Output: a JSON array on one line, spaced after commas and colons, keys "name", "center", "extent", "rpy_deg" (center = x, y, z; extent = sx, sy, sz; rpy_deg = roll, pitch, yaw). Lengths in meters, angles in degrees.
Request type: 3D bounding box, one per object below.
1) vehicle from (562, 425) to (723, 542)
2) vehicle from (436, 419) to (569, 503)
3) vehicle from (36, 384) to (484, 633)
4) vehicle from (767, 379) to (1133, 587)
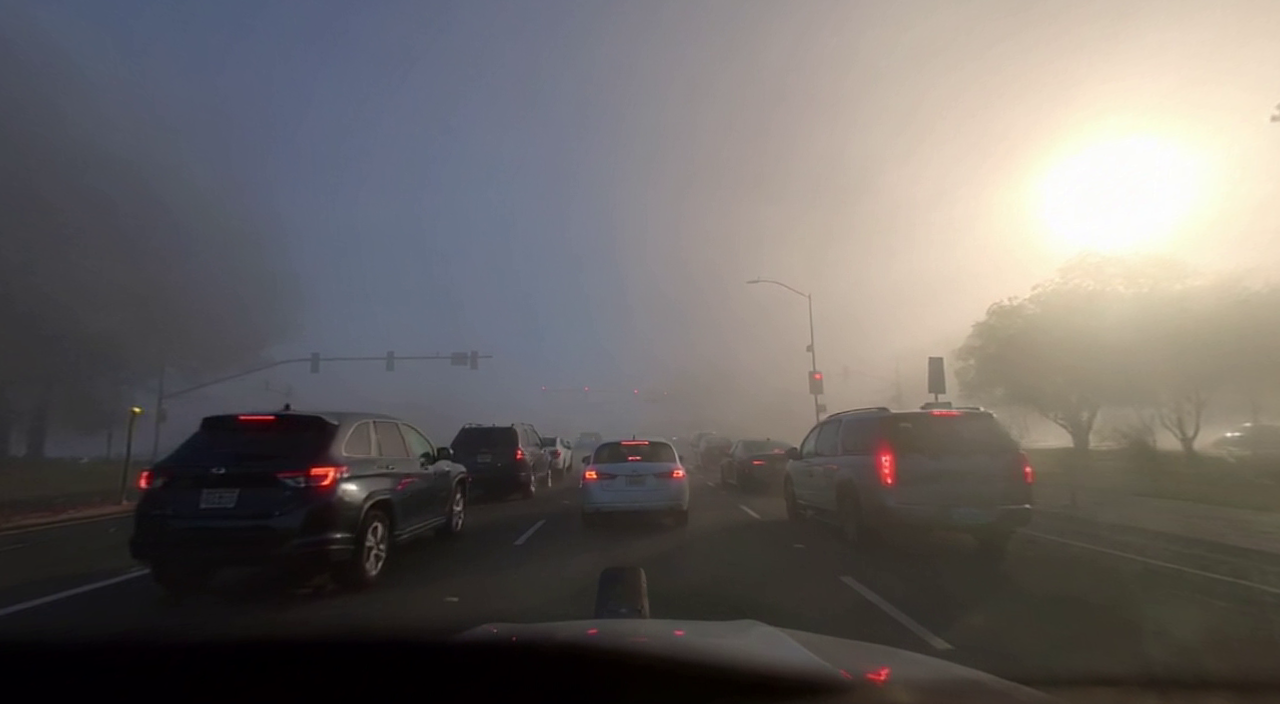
[{"name": "vehicle", "center": [0.016, 1.948, 9.911], "extent": [2.021, 1.461, 3.862], "rpy_deg": [0, -8, 0]}, {"name": "vehicle", "center": [-3.192, 2.649, 15.718], "extent": [2.117, 1.772, 4.619], "rpy_deg": [0, -8, 2]}, {"name": "vehicle", "center": [-3.151, 1.379, 6.511], "extent": [1.912, 1.703, 4.261], "rpy_deg": [0, -8, 1]}, {"name": "vehicle", "center": [3.237, 1.505, 7.998], "extent": [2.141, 1.833, 4.704], "rpy_deg": [0, -8, -2]}]
